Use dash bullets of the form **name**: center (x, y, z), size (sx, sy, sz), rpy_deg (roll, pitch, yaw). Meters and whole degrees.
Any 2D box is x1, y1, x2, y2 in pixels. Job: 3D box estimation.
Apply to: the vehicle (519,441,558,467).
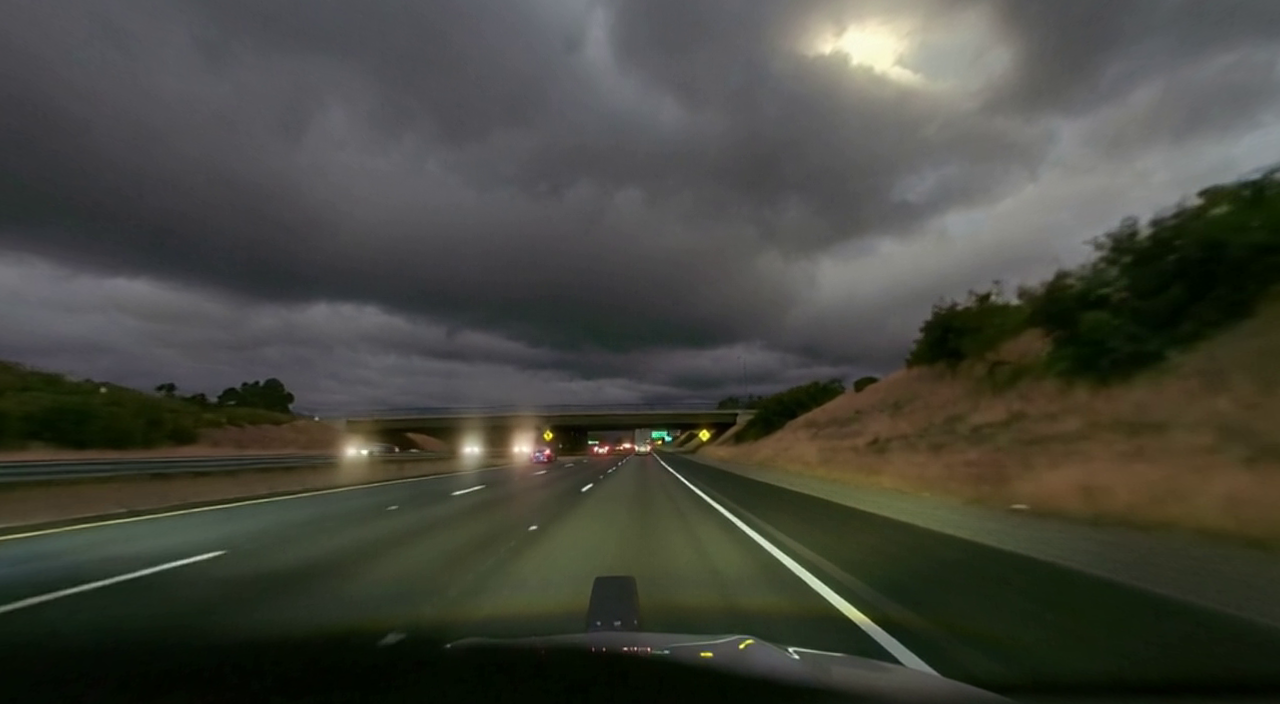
- **vehicle**: center (-7.255, 7.339, 45.460), size (2.070, 1.738, 4.733), rpy_deg (0, -9, 0)
